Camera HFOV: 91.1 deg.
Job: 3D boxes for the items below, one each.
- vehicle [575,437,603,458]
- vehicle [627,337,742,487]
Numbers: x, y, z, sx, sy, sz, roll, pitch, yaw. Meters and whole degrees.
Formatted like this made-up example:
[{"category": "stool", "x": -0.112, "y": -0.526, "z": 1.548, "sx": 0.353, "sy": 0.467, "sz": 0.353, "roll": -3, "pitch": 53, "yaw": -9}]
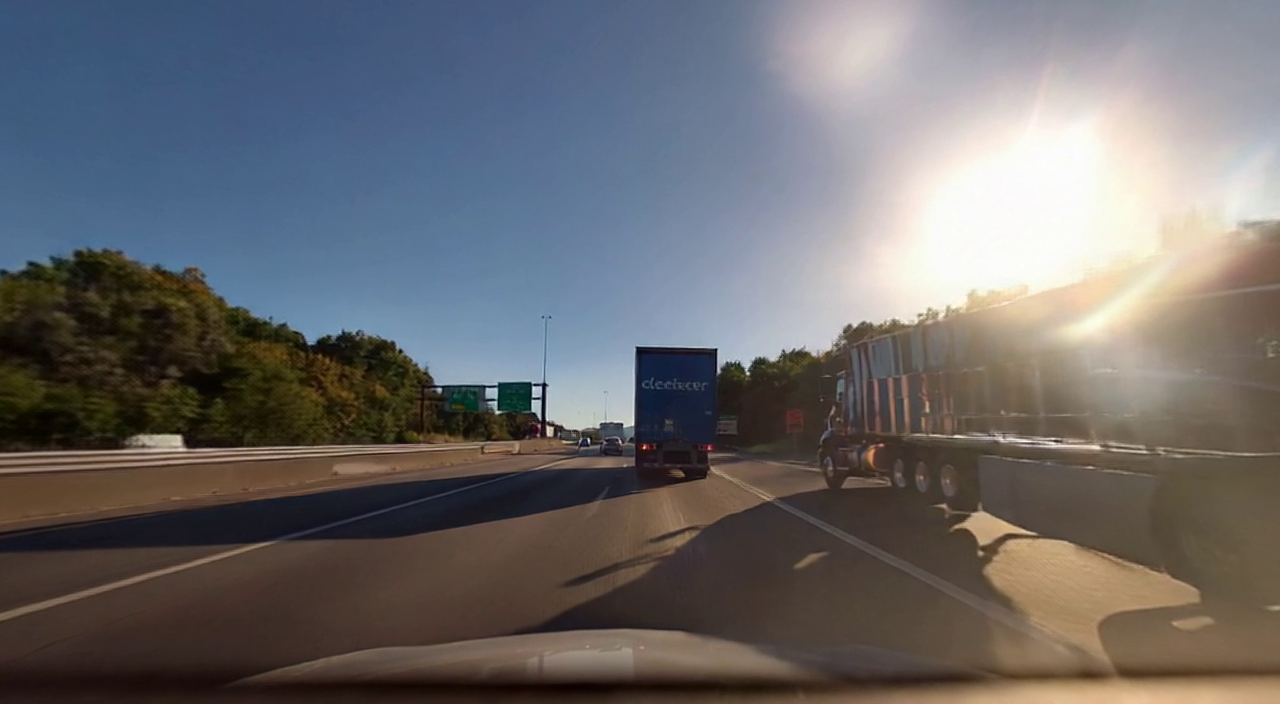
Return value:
[{"category": "vehicle", "x": -3.909, "y": 7.323, "z": 48.568, "sx": 2.075, "sy": 1.509, "sz": 3.835, "roll": 0, "pitch": -8, "yaw": -3}, {"category": "vehicle", "x": 1.170, "y": 2.173, "z": 21.161, "sx": 2.920, "sy": 3.860, "sz": 10.035, "roll": 0, "pitch": -8, "yaw": 1}]
